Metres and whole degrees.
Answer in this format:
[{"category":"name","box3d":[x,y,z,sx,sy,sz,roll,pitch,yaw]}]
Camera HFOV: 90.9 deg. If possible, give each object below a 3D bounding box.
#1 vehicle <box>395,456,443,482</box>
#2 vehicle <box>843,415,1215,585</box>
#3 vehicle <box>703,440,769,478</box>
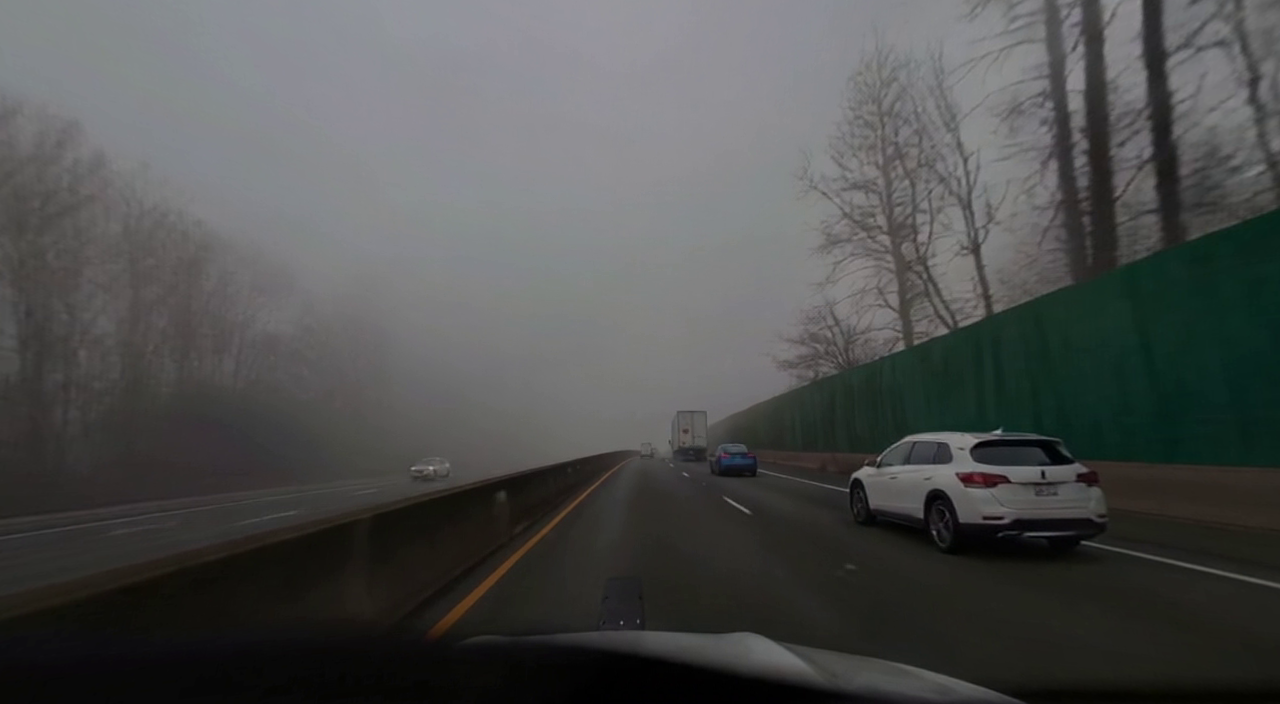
[{"category":"vehicle","box3d":[-13.588,7.187,38.932,1.777,1.465,3.889,1,-8,-4]},{"category":"vehicle","box3d":[4.234,1.649,7.835,1.940,1.539,4.005,1,-8,-2]},{"category":"vehicle","box3d":[4.010,4.523,27.027,2.000,1.473,4.440,1,-8,-2]}]
